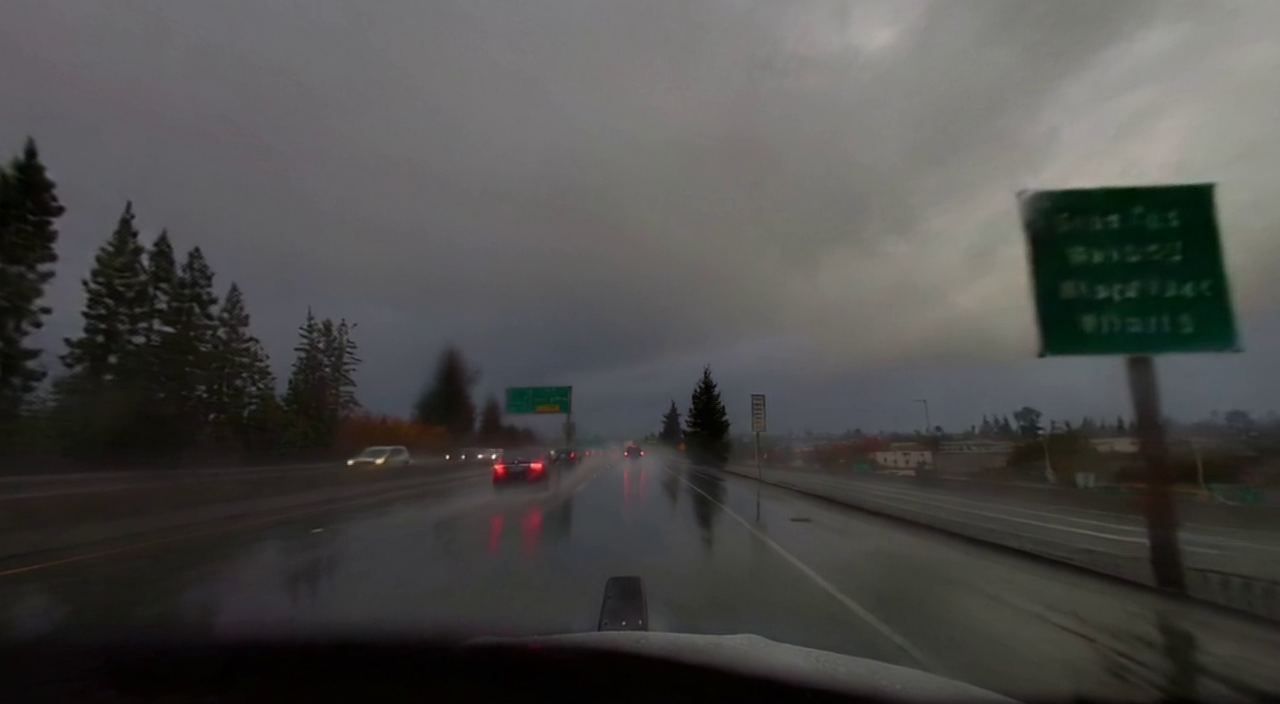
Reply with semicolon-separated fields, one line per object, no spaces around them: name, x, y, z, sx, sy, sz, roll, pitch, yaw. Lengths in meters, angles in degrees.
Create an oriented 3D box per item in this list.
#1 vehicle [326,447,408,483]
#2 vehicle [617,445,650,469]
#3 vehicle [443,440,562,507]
vehicle;-13.862;5.732;32.396;2.150;1.649;4.582;0;-8;0
vehicle;-0.433;7.033;42.574;2.100;1.471;3.956;0;-8;-1
vehicle;-3.430;3.109;16.722;2.067;1.509;4.551;0;-8;1
